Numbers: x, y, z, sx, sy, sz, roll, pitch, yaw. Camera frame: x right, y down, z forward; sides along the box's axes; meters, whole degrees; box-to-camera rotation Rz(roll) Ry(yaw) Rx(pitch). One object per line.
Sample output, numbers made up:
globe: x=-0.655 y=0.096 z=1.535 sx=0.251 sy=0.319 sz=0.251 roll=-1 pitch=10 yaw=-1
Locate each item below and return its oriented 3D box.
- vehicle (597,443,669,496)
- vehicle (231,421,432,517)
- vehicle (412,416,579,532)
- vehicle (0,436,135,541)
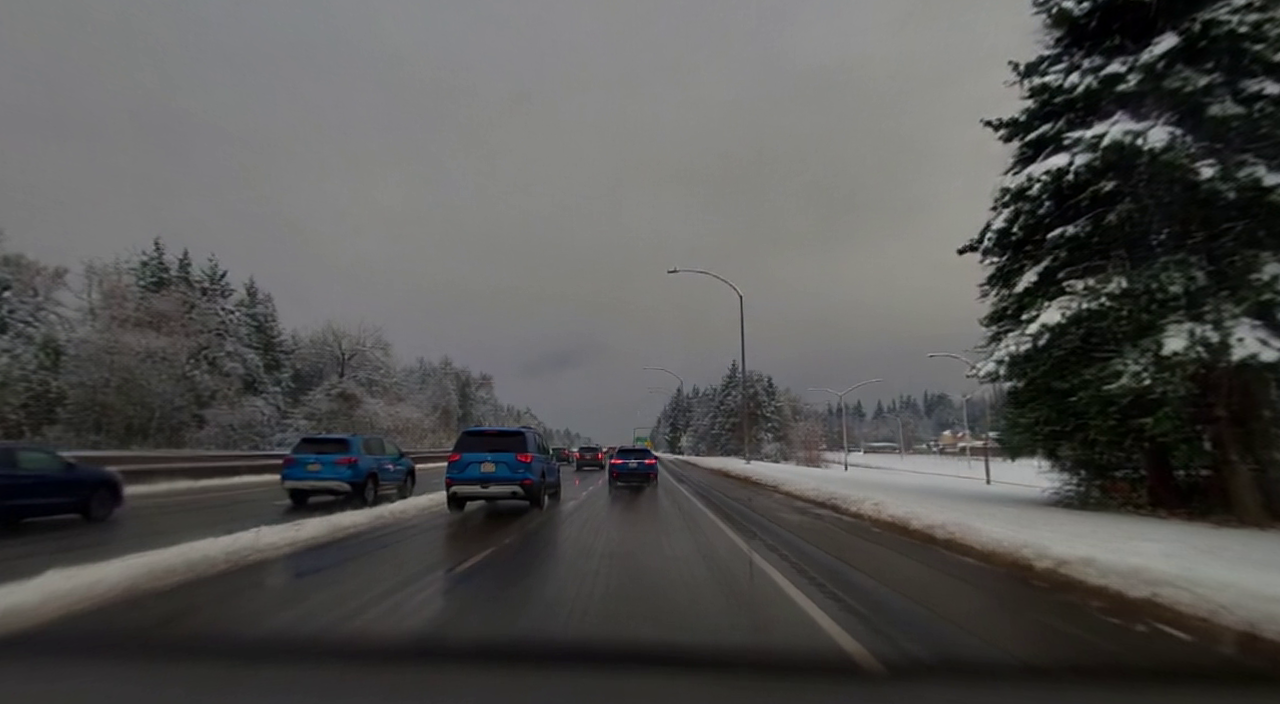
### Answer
vehicle: x=-0.197 y=3.652 z=20.022 sx=2.068 sy=1.488 sz=4.045 roll=0 pitch=-9 yaw=0
vehicle: x=-6.750 y=2.615 z=14.534 sx=2.162 sy=1.823 sz=4.566 roll=0 pitch=-9 yaw=2
vehicle: x=-2.480 y=2.233 z=12.044 sx=2.123 sy=1.798 sz=4.108 roll=0 pitch=-9 yaw=1
vehicle: x=-10.247 y=1.956 z=9.026 sx=2.126 sy=1.480 sz=4.589 roll=0 pitch=-9 yaw=1
